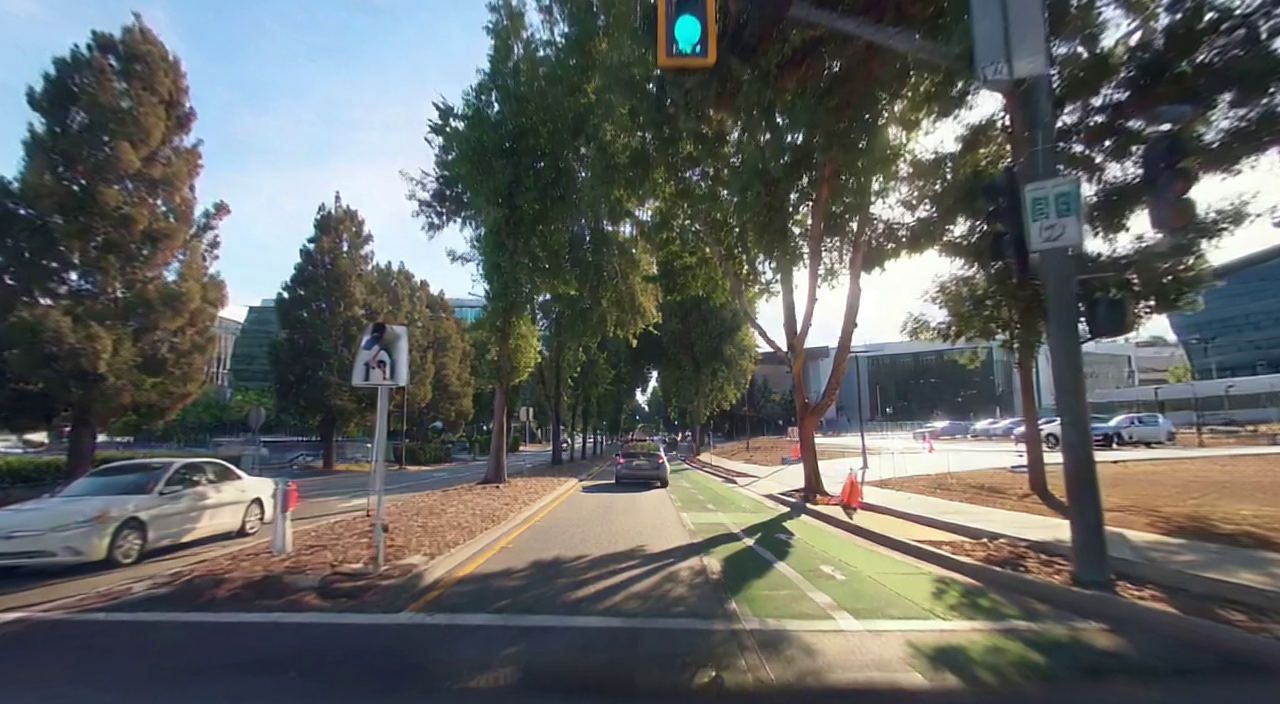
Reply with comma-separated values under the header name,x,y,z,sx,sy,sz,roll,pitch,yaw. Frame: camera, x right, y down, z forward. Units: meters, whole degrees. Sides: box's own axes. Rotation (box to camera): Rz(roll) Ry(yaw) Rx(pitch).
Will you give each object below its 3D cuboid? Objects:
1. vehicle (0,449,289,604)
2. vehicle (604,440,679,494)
name,x,y,z,sx,sy,sz,roll,pitch,yaw
vehicle,-6.949,2.033,8.399,1.933,1.433,4.590,0,-8,0
vehicle,0.069,3.571,20.059,2.114,1.493,4.430,0,-8,1
